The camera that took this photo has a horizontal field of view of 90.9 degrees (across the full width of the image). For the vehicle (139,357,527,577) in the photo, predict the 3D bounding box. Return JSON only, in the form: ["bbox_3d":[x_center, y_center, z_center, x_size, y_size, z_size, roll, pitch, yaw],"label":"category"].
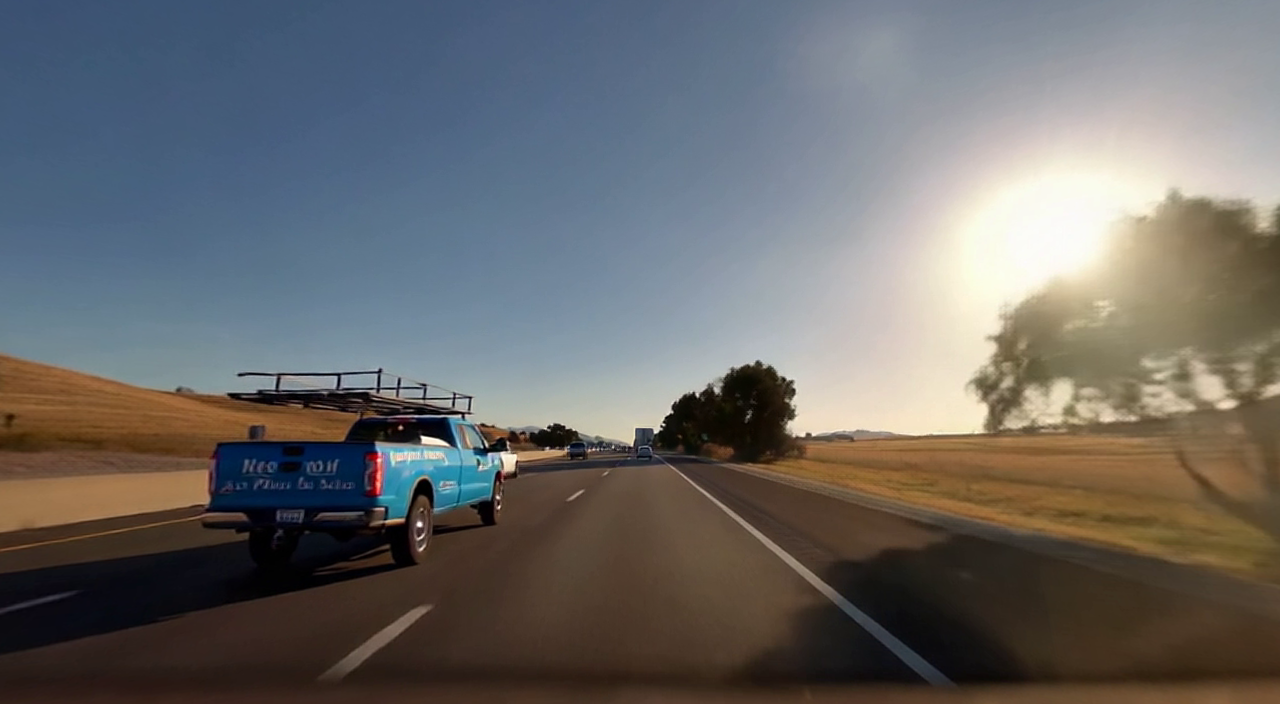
[{"bbox_3d":[-3.877,1.697,10.160,2.791,2.330,6.725,0,-8,1],"label":"vehicle"}]
